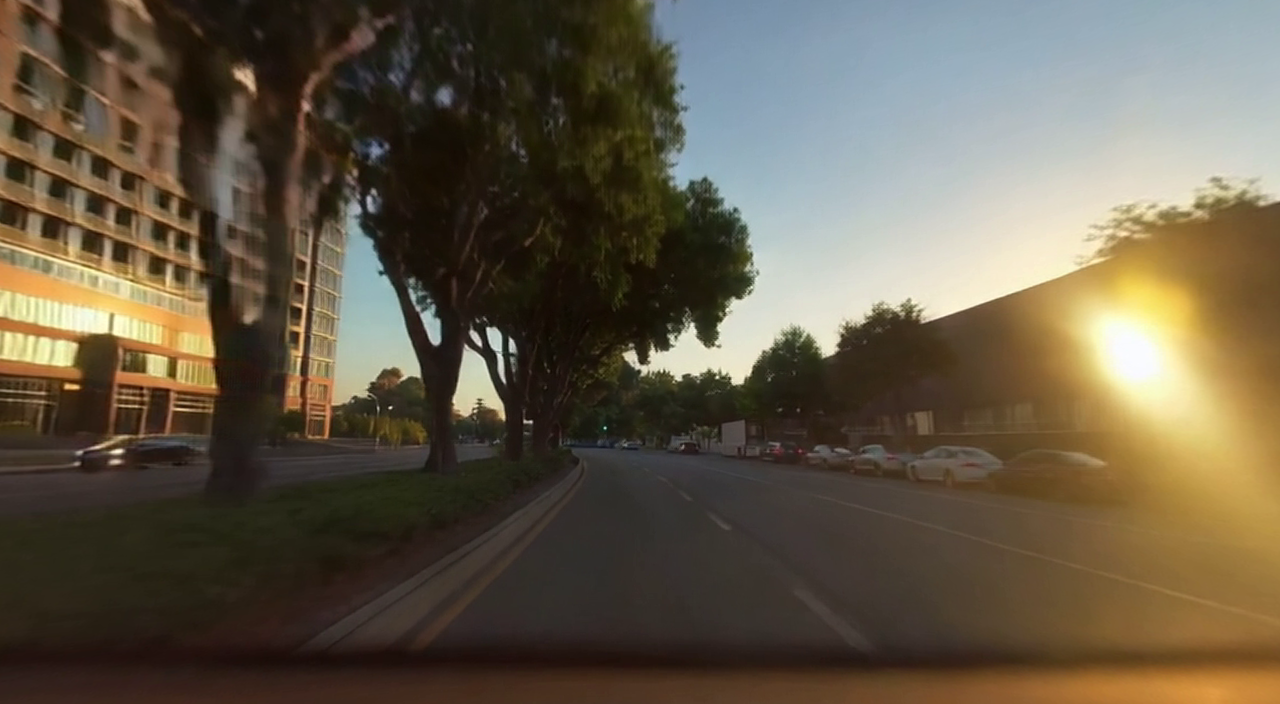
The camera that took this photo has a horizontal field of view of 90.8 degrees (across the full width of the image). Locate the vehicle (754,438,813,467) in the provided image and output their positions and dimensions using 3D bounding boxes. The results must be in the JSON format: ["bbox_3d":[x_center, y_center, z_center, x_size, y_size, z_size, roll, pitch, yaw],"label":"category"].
[{"bbox_3d":[9.224,6.519,41.152,2.050,1.699,5.584,1,-8,-5],"label":"vehicle"}]

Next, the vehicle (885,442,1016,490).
[{"bbox_3d":[10.581,3.900,22.000,1.838,1.466,4.704,1,-9,-5],"label":"vehicle"}]

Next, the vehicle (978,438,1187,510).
[{"bbox_3d":[10.728,2.964,15.838,1.907,1.524,4.381,0,-8,-3],"label":"vehicle"}]

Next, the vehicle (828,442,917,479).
[{"bbox_3d":[10.149,4.770,28.025,1.895,1.467,4.885,0,-8,-3],"label":"vehicle"}]

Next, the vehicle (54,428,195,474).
[{"bbox_3d":[-19.144,3.676,23.728,1.938,1.524,4.107,1,-8,-3],"label":"vehicle"}]

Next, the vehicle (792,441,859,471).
[{"bbox_3d":[9.849,5.574,33.942,1.801,1.489,4.339,1,-9,-7],"label":"vehicle"}]
